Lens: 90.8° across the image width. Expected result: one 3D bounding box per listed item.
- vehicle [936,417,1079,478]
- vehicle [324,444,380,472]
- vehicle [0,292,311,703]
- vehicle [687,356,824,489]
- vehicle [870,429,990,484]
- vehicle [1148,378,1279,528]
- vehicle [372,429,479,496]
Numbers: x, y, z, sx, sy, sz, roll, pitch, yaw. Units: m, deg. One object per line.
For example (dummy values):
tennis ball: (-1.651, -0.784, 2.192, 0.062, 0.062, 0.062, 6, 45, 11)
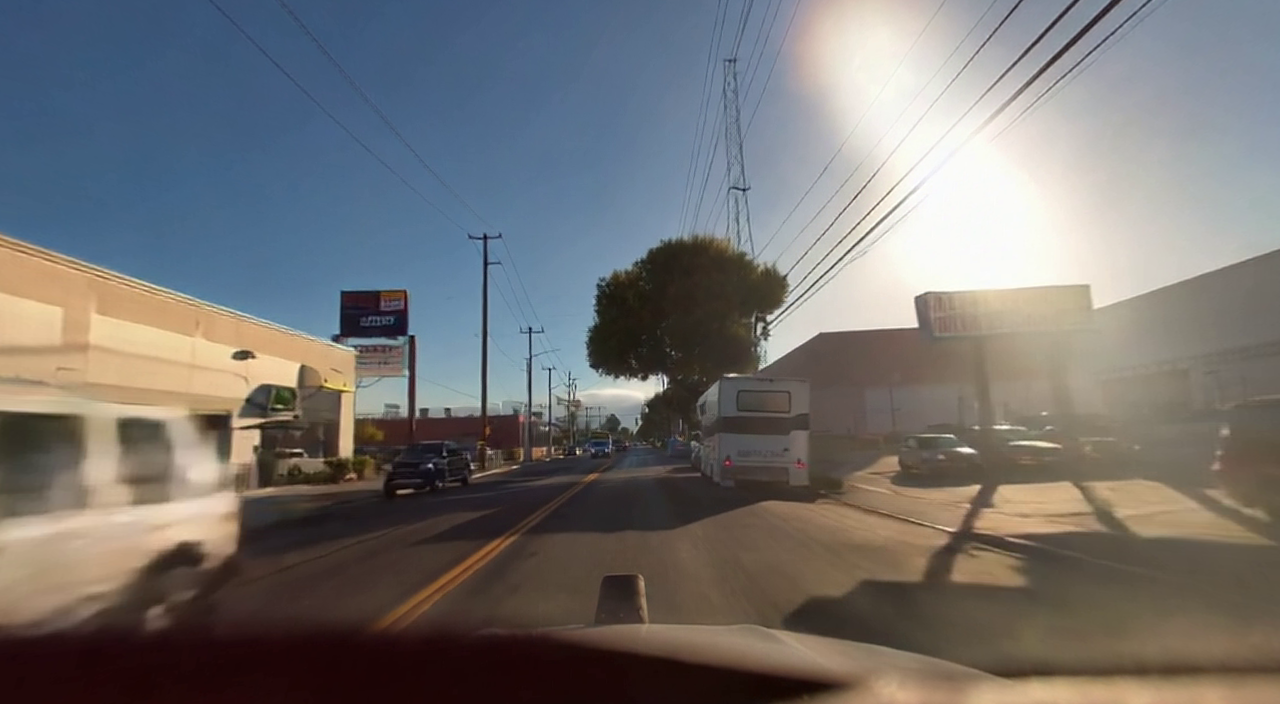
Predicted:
vehicle: (12.266, 3.234, 21.548, 2.022, 1.849, 4.509, 0, -8, -2)
vehicle: (-17.699, 6.495, 38.962, 1.740, 1.535, 3.860, -4, -9, -1)
vehicle: (-3.732, 0.758, 2.428, 2.307, 1.998, 4.734, 0, -8, 1)
vehicle: (3.846, 2.829, 23.386, 3.029, 3.860, 7.726, -5, -10, -3)
vehicle: (9.634, 3.501, 21.448, 2.039, 1.662, 4.304, 0, -8, 1)
vehicle: (9.415, 1.256, 7.865, 2.111, 1.939, 4.756, 0, -8, -1)
vehicle: (-7.920, 4.129, 23.944, 2.177, 2.075, 5.427, -4, -9, 0)
